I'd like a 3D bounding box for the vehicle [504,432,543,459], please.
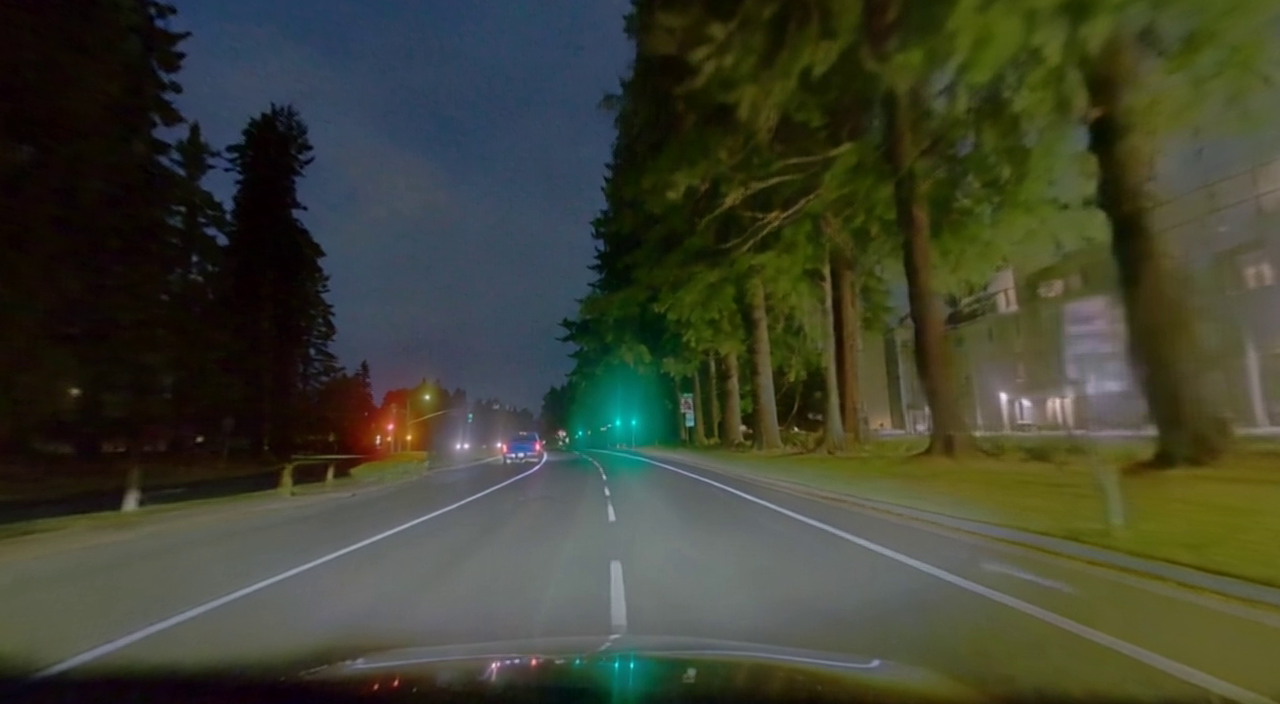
[{"bbox_3d":[-8.458,6.911,46.590,2.267,1.849,6.402,1,-9,-6],"label":"vehicle"}]
